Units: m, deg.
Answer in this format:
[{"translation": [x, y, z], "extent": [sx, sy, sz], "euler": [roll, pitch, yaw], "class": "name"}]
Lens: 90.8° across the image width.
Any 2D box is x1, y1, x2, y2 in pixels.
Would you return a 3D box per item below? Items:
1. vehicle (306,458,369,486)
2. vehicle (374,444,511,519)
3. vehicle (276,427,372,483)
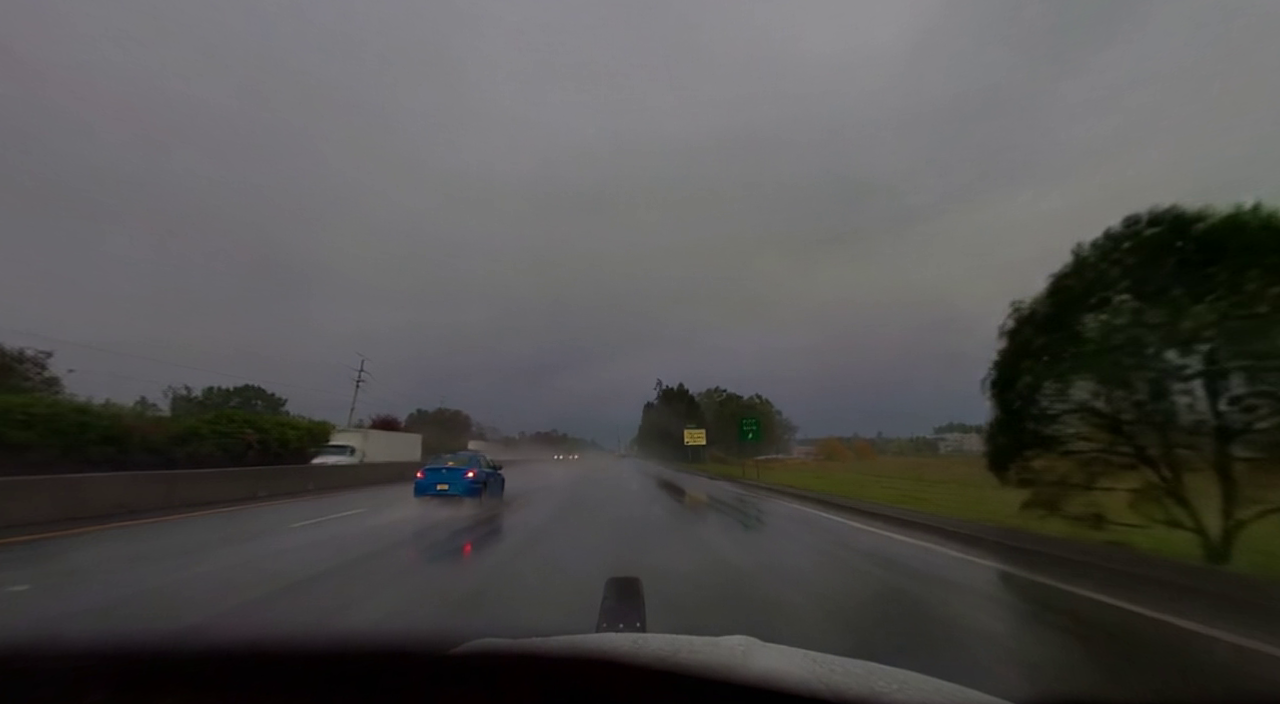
[{"translation": [-17.693, 7.012, 37.099], "extent": [1.766, 1.456, 3.905], "euler": [0, -9, -1], "class": "vehicle"}, {"translation": [-4.566, 3.040, 15.290], "extent": [2.121, 1.537, 3.852], "euler": [0, -9, -1], "class": "vehicle"}, {"translation": [-22.239, 7.319, 44.914], "extent": [3.788, 3.644, 6.022], "euler": [0, -9, -2], "class": "vehicle"}]
